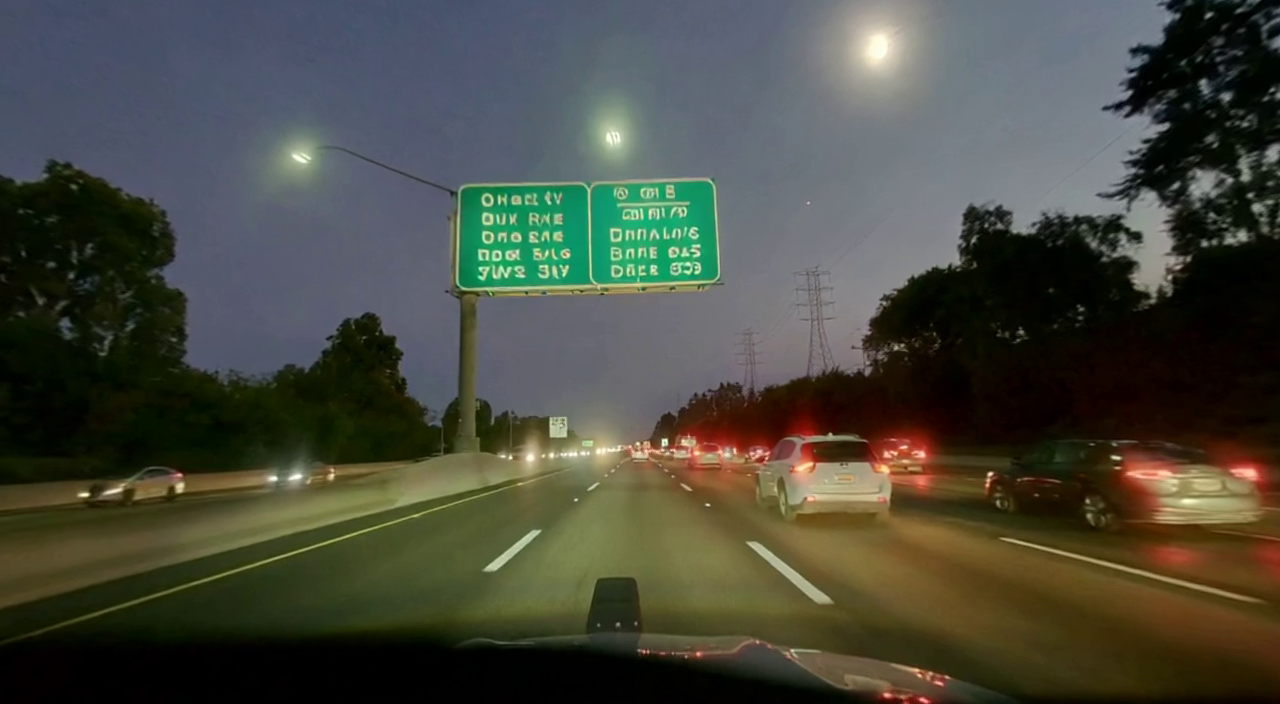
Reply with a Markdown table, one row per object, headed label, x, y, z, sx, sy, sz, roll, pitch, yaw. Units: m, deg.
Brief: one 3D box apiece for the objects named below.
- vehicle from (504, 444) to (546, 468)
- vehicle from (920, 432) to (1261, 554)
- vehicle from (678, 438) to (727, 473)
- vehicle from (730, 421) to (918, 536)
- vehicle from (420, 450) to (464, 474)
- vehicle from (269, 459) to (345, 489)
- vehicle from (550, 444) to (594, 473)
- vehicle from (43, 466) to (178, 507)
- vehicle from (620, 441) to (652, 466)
| label | x | y | z | sx | sy | sz | roll | pitch | yaw |
| --- | --- | --- | --- | --- | --- | --- | --- | --- | --- |
| vehicle | -8.858 | 8.040 | 48.898 | 2.214 | 1.737 | 5.234 | 0 | -8 | 1 |
| vehicle | 6.628 | 2.091 | 10.135 | 2.027 | 1.483 | 4.559 | 0 | -8 | -1 |
| vehicle | 3.442 | 5.830 | 35.670 | 2.138 | 1.826 | 4.783 | 0 | -8 | -2 |
| vehicle | 3.142 | 2.277 | 11.989 | 2.092 | 1.723 | 4.670 | 0 | -8 | -1 |
| vehicle | -12.544 | 6.957 | 40.009 | 1.583 | 1.428 | 3.716 | 0 | -8 | 0 |
| vehicle | -19.114 | 6.998 | 36.408 | 1.887 | 1.485 | 4.635 | 0 | -8 | 0 |
| vehicle | -3.743 | 5.989 | 35.511 | 2.051 | 1.510 | 4.373 | 0 | -8 | 0 |
| vehicle | -23.385 | 5.923 | 28.083 | 1.913 | 1.491 | 4.763 | 0 | -8 | -1 |
| vehicle | -0.360 | 7.772 | 48.291 | 2.314 | 1.796 | 4.254 | 0 | -8 | -1 |
